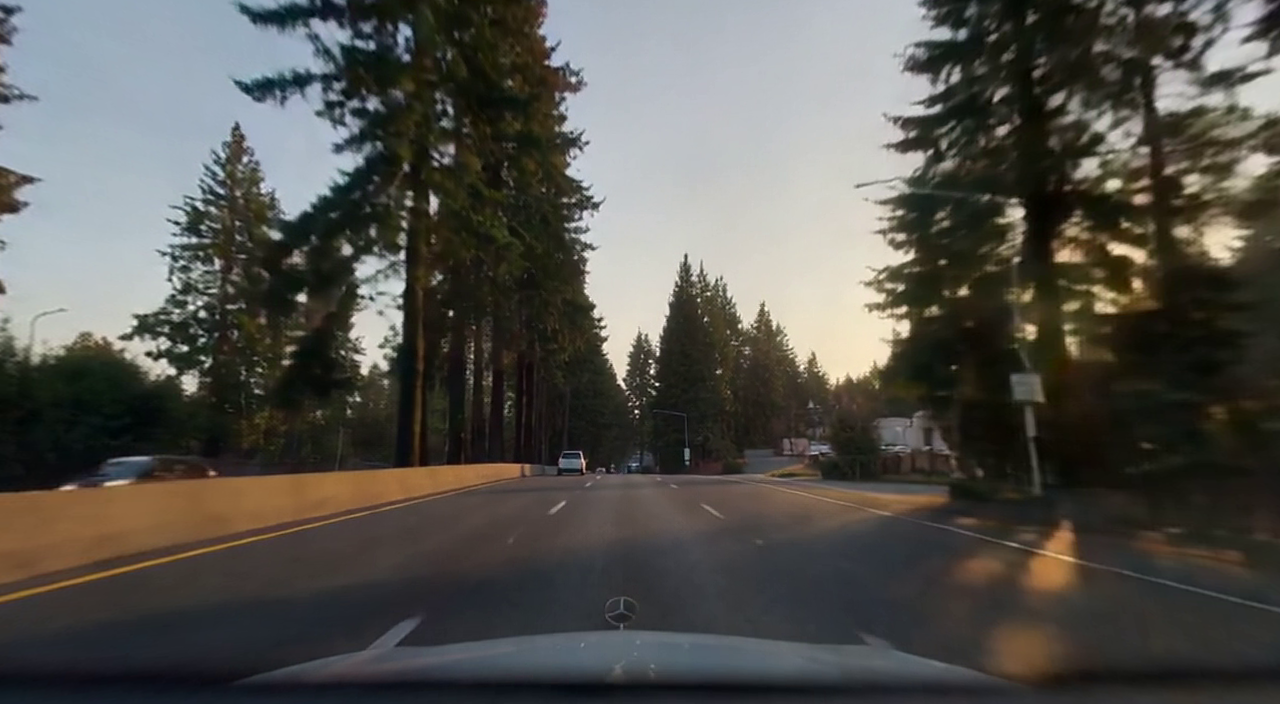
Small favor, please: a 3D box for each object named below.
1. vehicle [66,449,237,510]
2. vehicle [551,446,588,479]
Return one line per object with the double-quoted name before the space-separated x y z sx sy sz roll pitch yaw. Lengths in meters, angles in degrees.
"vehicle" -16.321 4.222 21.542 2.069 1.776 4.803 0 -8 -2
"vehicle" -5.138 8.081 46.649 2.323 2.252 4.808 0 -8 -2
